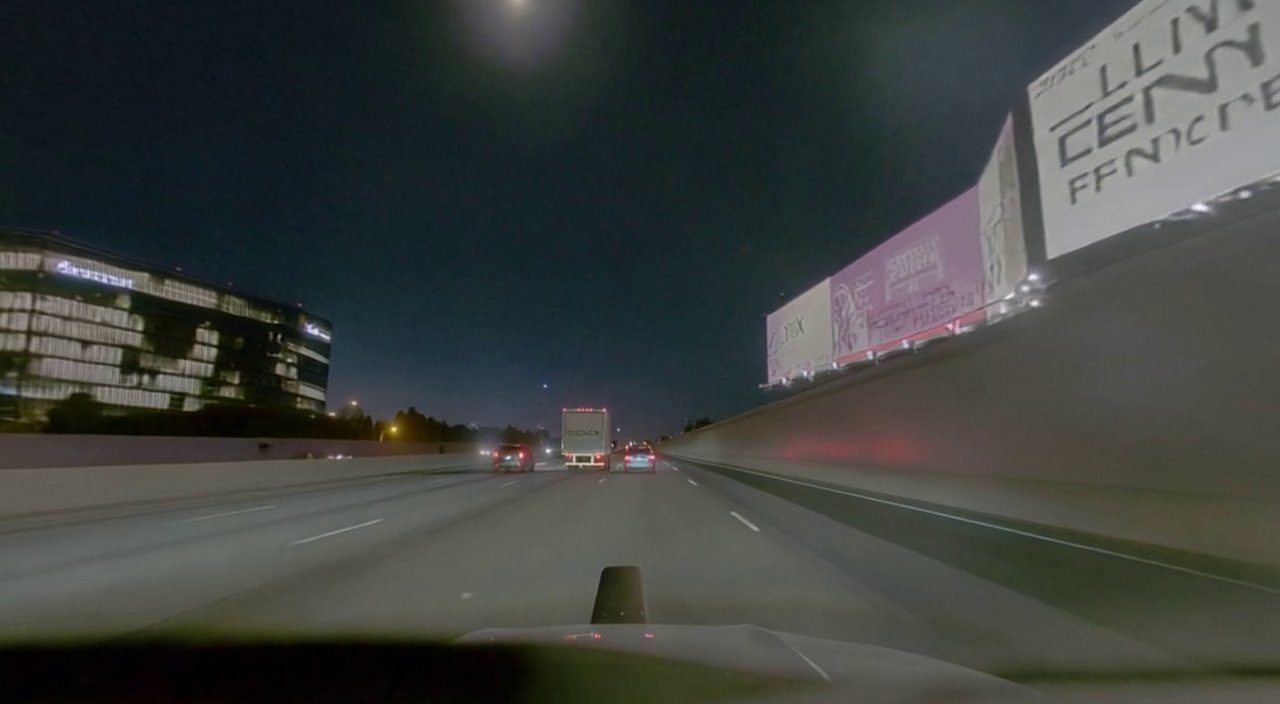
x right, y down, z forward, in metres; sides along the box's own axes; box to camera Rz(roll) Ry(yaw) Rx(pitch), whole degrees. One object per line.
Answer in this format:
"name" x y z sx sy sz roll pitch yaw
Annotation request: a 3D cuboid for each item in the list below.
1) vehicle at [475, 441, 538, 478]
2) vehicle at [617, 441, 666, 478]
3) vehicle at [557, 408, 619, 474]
"vehicle" -6.606 5.361 31.722 2.124 1.674 4.541 0 -9 0
"vehicle" 0.053 4.985 29.358 2.168 1.597 3.615 0 -9 0
"vehicle" -2.903 5.380 37.897 2.794 3.460 8.595 0 -9 1
